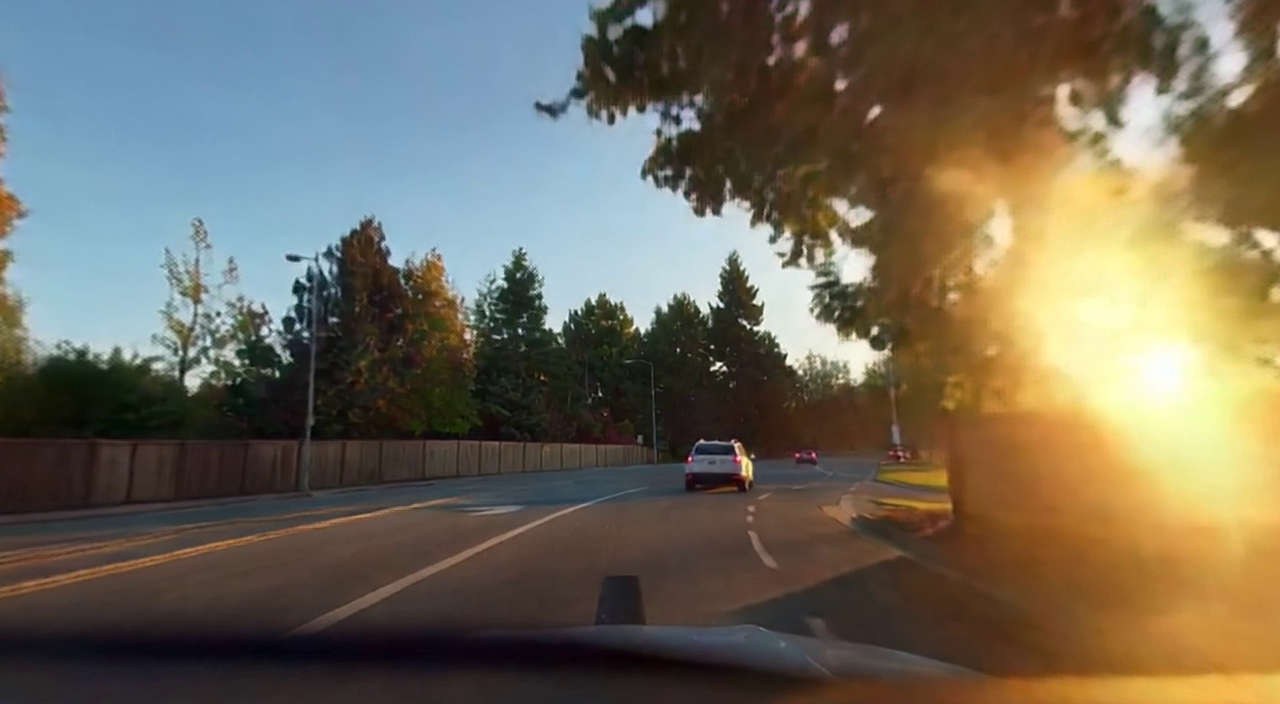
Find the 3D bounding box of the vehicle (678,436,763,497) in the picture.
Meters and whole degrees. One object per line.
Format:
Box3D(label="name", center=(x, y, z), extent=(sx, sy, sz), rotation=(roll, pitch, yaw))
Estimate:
Box3D(label="vehicle", center=(2.888, 3.853, 21.720), extent=(2.230, 1.827, 4.580), rotation=(-2, -9, 15))
